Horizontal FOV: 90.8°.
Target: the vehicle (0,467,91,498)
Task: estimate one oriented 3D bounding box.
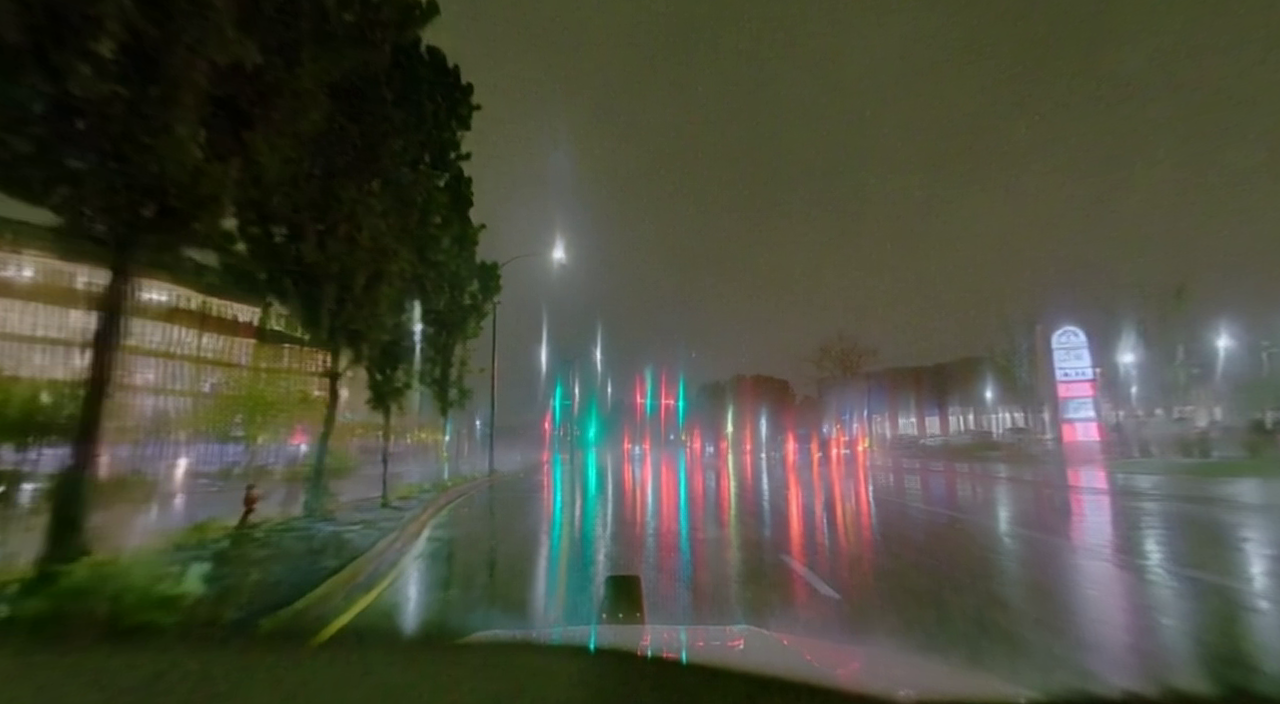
[{"bbox_3d":[-30.014,6.436,31.277,4.040,1.389,1.664,0,-9,-1],"label":"vehicle"}]

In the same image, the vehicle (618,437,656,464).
[{"bbox_3d":[-0.197,5.736,36.916,2.110,1.476,4.294,0,-8,-1],"label":"vehicle"}]

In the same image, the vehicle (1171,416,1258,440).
[{"bbox_3d":[38.880,5.219,42.927,1.881,1.476,4.437,-1,-8,3],"label":"vehicle"}]

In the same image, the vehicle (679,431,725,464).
[{"bbox_3d":[3.329,5.254,34.727,2.100,1.683,4.231,0,-8,0],"label":"vehicle"}]

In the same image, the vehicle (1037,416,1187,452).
[{"bbox_3d":[20.528,3.620,27.630,4.813,1.483,2.129,0,-8,0],"label":"vehicle"}]

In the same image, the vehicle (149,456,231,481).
[{"bbox_3d":[-29.891,7.744,42.034,4.033,1.531,1.789,0,-9,-3],"label":"vehicle"}]
